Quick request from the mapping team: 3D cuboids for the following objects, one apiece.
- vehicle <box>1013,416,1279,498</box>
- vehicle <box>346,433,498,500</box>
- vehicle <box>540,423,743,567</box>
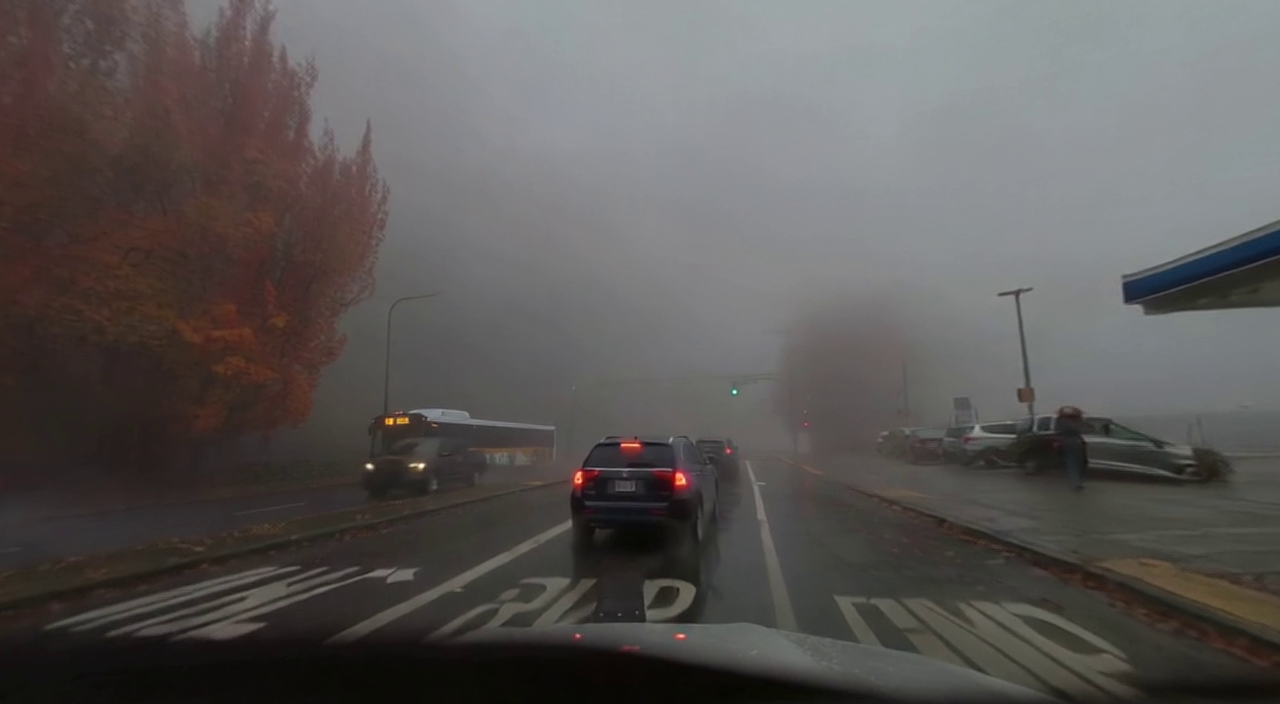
[{"bbox_3d":[11.186,2.246,13.444,4.894,1.451,2.089,-4,-10,10],"label":"vehicle"},{"bbox_3d":[-6.413,3.441,19.283,2.147,1.741,5.239,-1,-9,9],"label":"vehicle"},{"bbox_3d":[0.307,1.854,8.908,2.092,1.507,4.078,-2,-9,11],"label":"vehicle"}]
